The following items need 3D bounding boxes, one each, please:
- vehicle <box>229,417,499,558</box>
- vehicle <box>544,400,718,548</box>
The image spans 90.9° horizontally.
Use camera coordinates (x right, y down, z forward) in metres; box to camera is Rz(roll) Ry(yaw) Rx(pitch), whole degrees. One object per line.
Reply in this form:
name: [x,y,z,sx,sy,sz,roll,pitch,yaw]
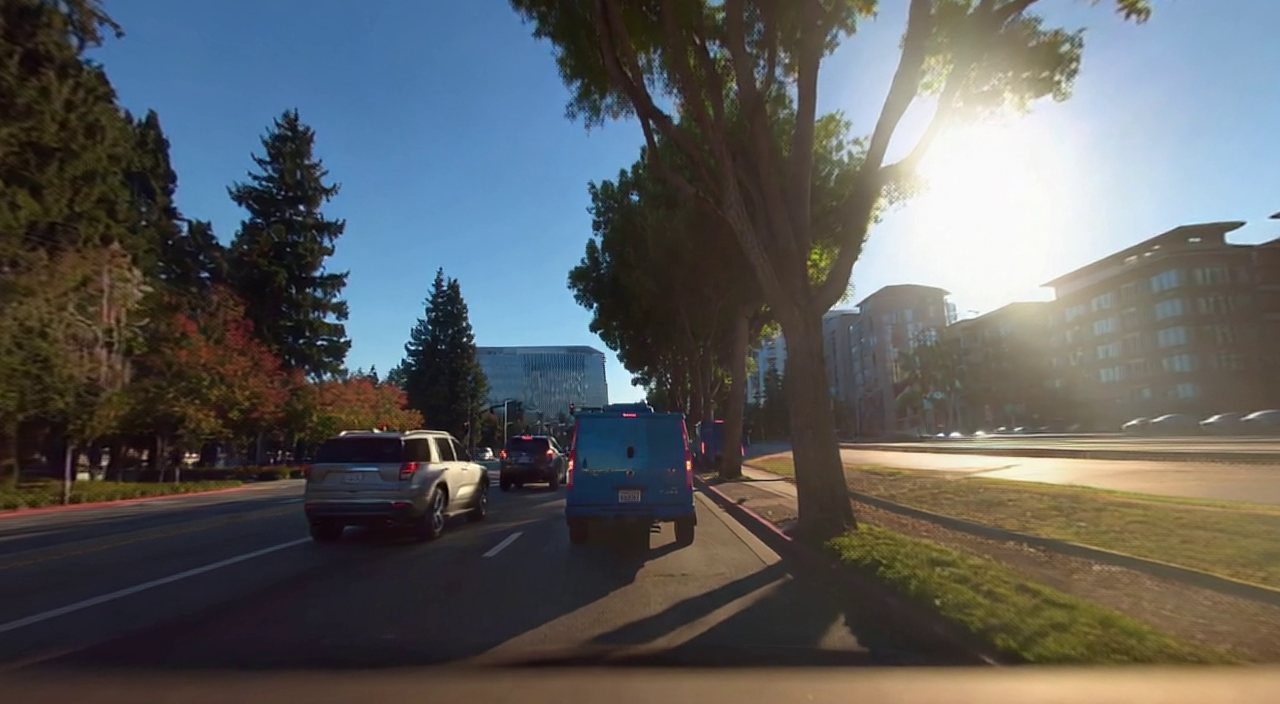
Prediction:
vehicle: [-3.750,1.921,9.727,1.959,1.614,4.676,0,-8,1]
vehicle: [-0.089,1.757,9.627,2.075,1.770,4.018,0,-8,1]
